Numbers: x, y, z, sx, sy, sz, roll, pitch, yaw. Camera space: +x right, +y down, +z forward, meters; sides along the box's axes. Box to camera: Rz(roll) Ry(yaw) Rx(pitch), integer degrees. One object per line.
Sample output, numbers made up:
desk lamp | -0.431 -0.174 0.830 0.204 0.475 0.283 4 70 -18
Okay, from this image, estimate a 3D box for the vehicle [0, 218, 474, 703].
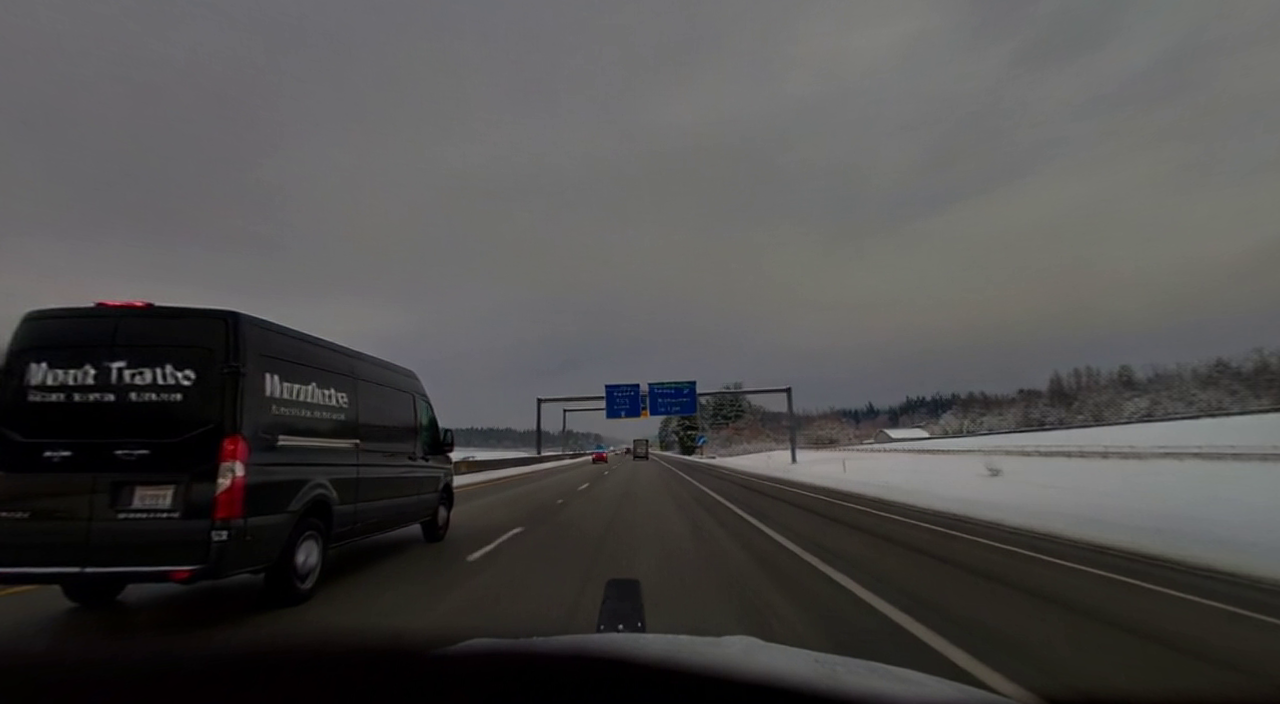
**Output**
vehicle | -3.879 1.090 6.722 2.320 2.636 7.021 0 -9 0
